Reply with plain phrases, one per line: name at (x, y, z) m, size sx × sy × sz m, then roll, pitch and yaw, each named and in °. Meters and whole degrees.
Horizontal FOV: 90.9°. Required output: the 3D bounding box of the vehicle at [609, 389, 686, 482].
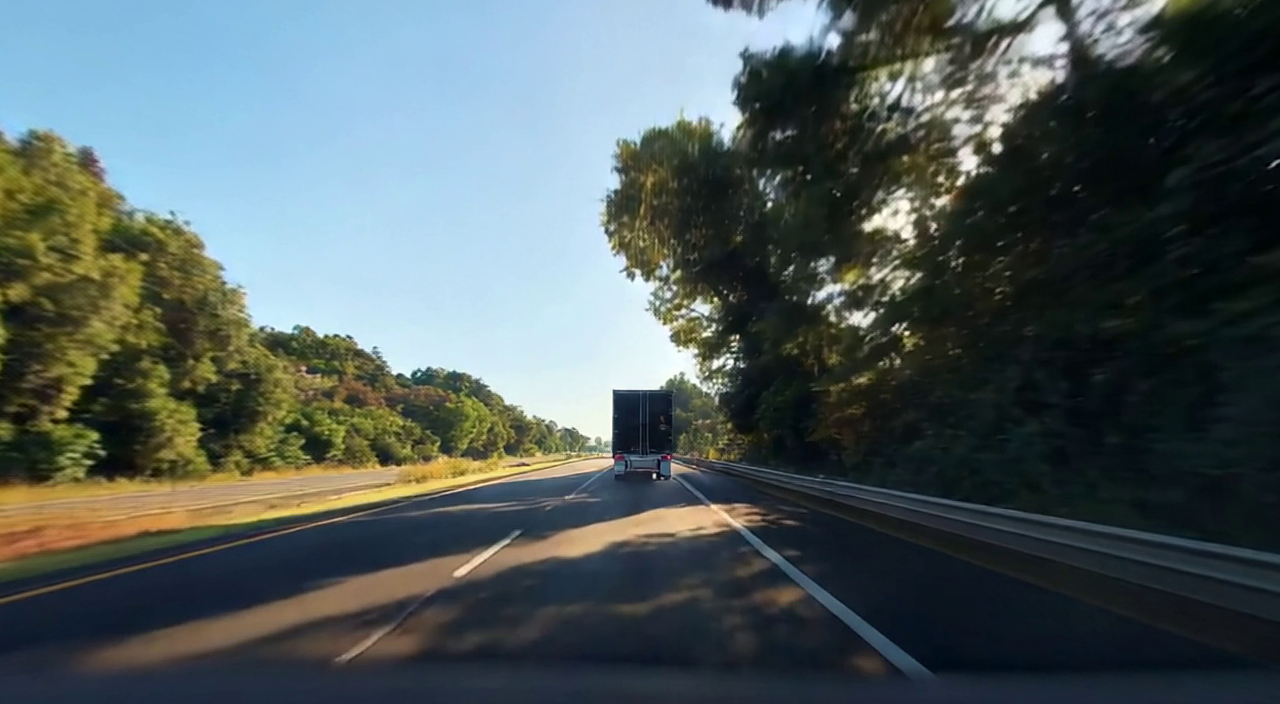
vehicle at (0.136, 3.845, 28.502) m, size 2.913 × 3.530 × 8.648 m, roll 0°, pitch -9°, yaw -2°
